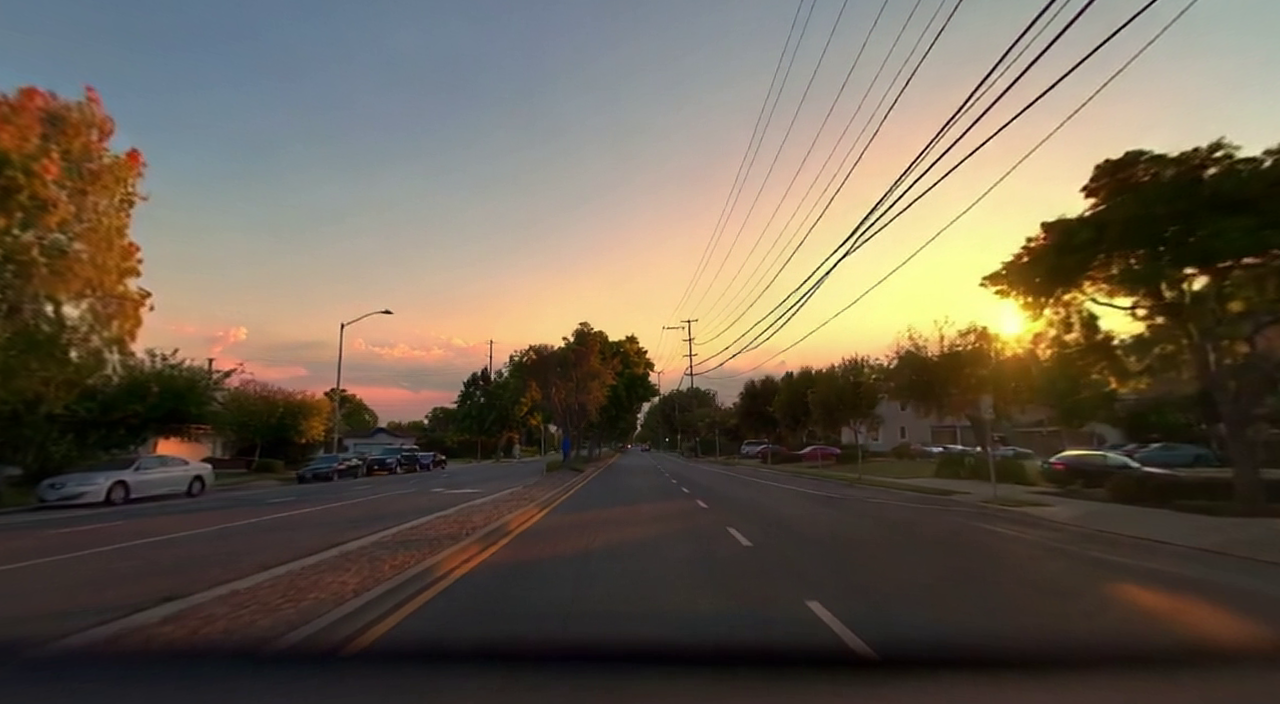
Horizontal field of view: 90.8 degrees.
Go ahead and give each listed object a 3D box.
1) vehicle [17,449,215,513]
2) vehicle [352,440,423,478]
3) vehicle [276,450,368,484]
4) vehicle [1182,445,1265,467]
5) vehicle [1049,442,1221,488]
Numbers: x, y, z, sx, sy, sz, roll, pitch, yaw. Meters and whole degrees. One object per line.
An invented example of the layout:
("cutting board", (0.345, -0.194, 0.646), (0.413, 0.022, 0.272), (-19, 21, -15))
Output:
("vehicle", (-15.412, 3.764, 19.026), (2.029, 1.520, 4.615), (-4, -8, 1))
("vehicle", (-15.119, 6.396, 38.139), (2.298, 1.979, 4.920), (-3, -8, 0))
("vehicle", (-15.321, 5.545, 30.779), (2.058, 1.479, 4.519), (0, -8, 1))
("vehicle", (40.285, 7.172, 43.718), (1.707, 1.473, 3.778), (2, -9, -16))
("vehicle", (17.850, 4.066, 22.938), (4.567, 1.535, 2.156), (1, -9, -6))
